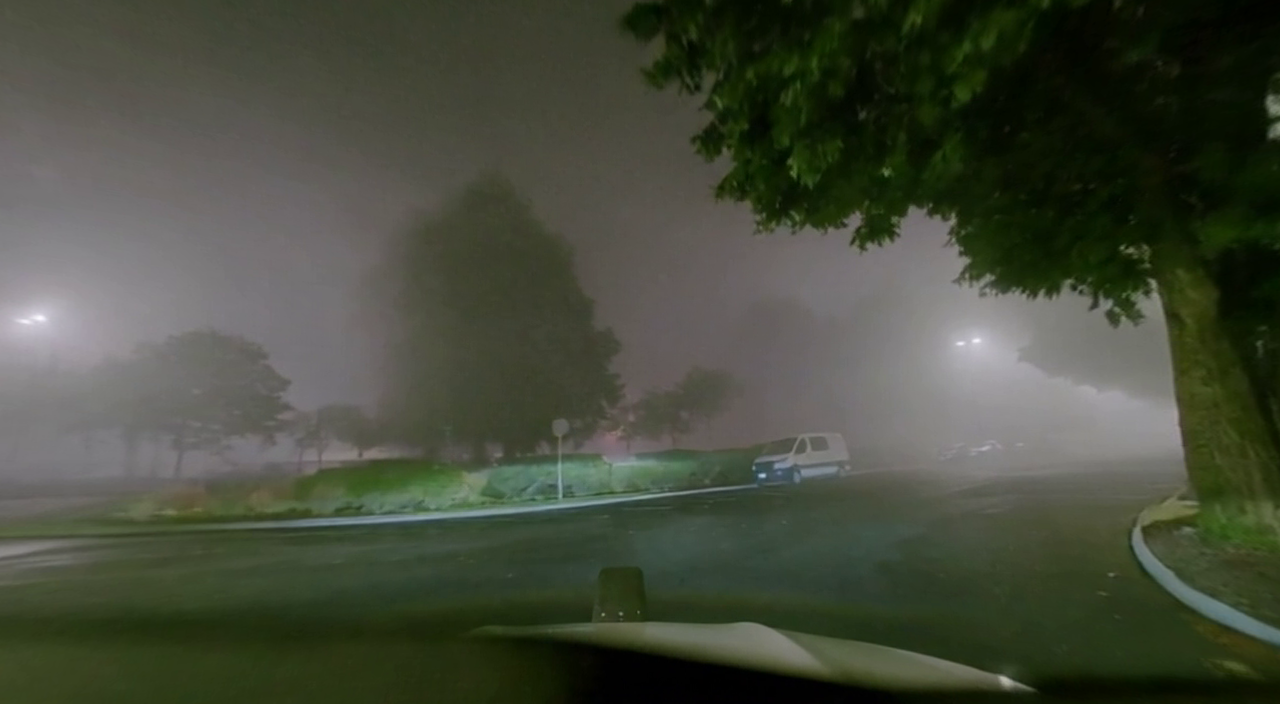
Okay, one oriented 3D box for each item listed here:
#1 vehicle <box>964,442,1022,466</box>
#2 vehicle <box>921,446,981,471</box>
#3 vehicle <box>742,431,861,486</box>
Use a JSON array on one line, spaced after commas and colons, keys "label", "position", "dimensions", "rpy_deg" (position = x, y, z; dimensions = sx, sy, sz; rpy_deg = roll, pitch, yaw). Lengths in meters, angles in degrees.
[{"label": "vehicle", "position": [24.168, 6.961, 43.150], "dimensions": [4.383, 1.525, 2.038], "rpy_deg": [8, -12, -41]}, {"label": "vehicle", "position": [19.290, 6.580, 39.170], "dimensions": [3.630, 1.191, 1.938], "rpy_deg": [6, -17, -42]}, {"label": "vehicle", "position": [7.301, 4.728, 28.266], "dimensions": [5.547, 2.193, 2.433], "rpy_deg": [8, -12, -42]}]
